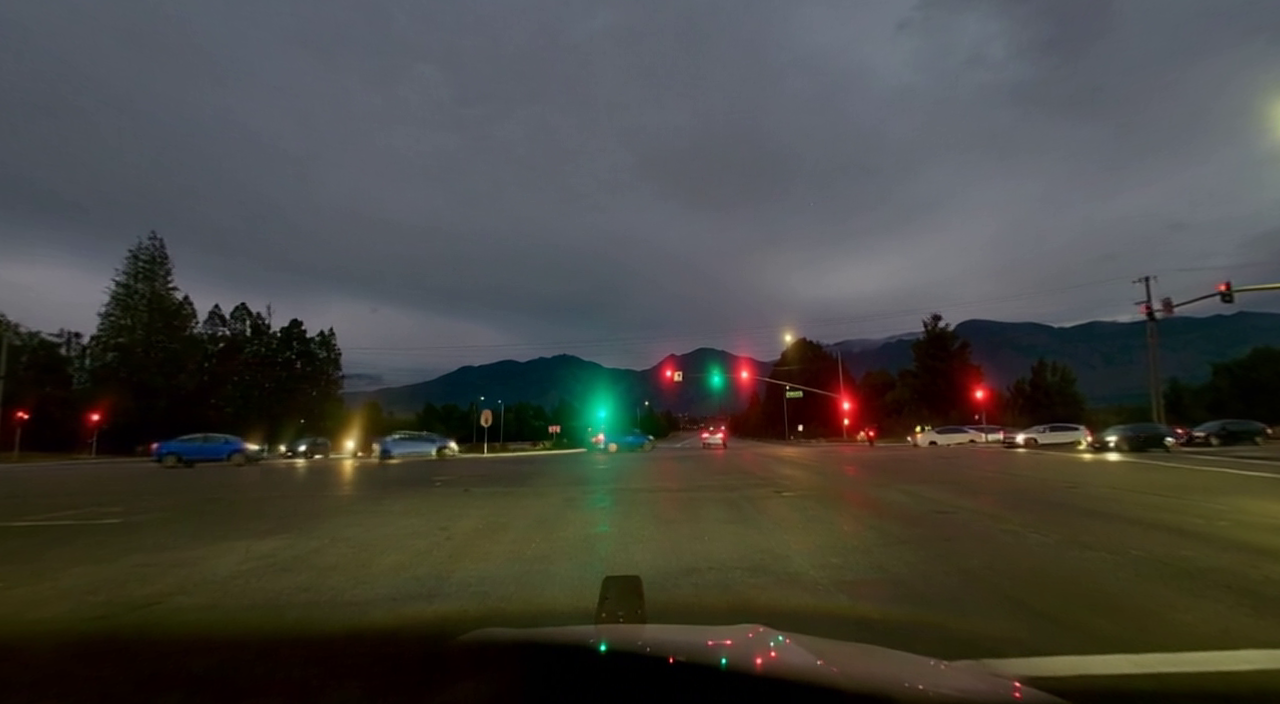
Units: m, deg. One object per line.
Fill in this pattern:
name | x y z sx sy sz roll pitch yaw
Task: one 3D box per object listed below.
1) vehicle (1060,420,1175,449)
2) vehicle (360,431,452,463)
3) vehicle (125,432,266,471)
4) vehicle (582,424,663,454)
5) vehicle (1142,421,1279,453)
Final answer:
vehicle | 28.348 4.953 37.645 5.100 1.680 2.055 0 -8 1
vehicle | -11.911 4.861 32.288 4.218 1.542 2.044 3 -9 -21
vehicle | -20.597 4.630 29.510 4.812 1.735 2.105 1 -9 -9
vehicle | -1.058 5.667 40.829 2.246 1.805 5.228 -8 -12 43
vehicle | 27.298 4.073 30.227 4.778 1.495 1.959 0 -8 0
